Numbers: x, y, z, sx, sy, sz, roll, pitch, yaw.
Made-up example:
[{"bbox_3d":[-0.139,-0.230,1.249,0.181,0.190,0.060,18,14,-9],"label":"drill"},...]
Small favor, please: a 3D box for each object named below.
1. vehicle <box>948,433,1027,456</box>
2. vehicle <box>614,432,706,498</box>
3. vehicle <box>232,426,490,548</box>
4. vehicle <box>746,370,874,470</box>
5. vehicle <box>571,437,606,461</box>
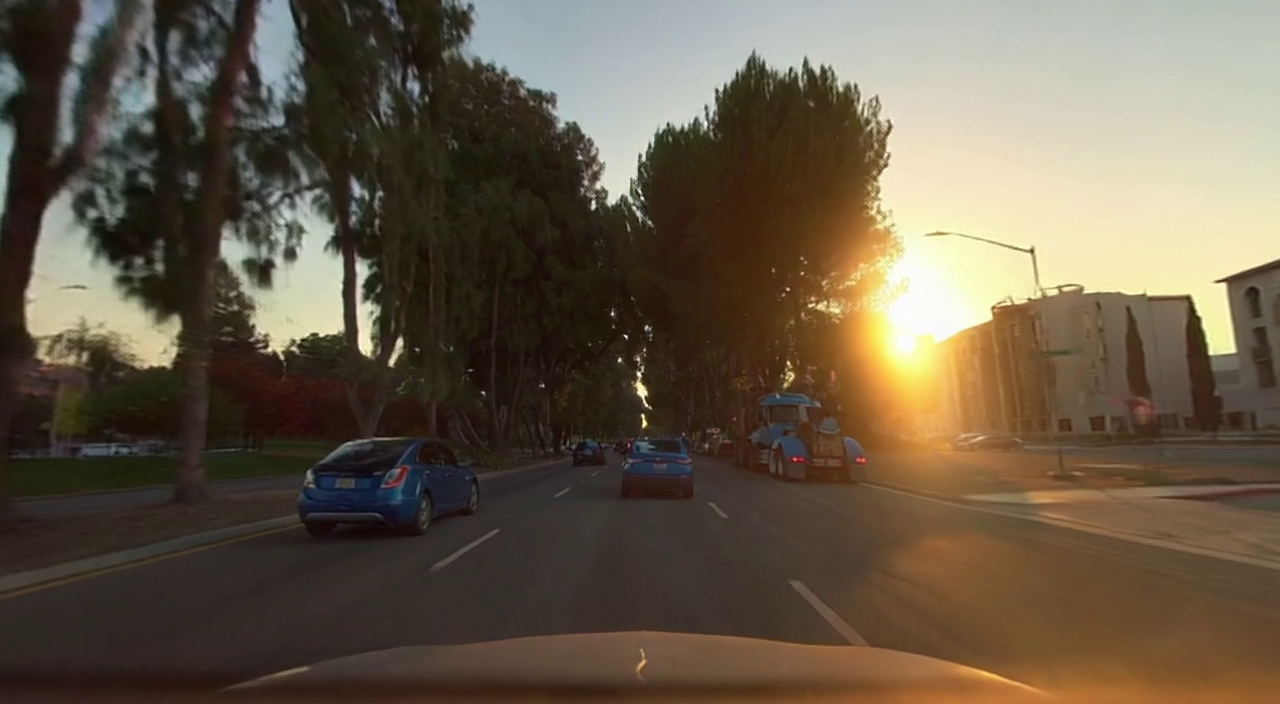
[{"bbox_3d":[25.189,6.734,45.864,1.955,1.599,4.618,4,-9,-26],"label":"vehicle"},{"bbox_3d":[0.435,2.861,16.334,2.086,1.466,4.026,0,-8,0],"label":"vehicle"},{"bbox_3d":[-4.089,2.059,10.386,2.003,1.507,4.808,0,-8,1],"label":"vehicle"},{"bbox_3d":[5.743,2.532,22.439,2.736,3.078,5.825,0,-8,-2],"label":"vehicle"},{"bbox_3d":[-3.693,7.075,46.111,2.062,1.641,4.193,0,-8,2],"label":"vehicle"}]
